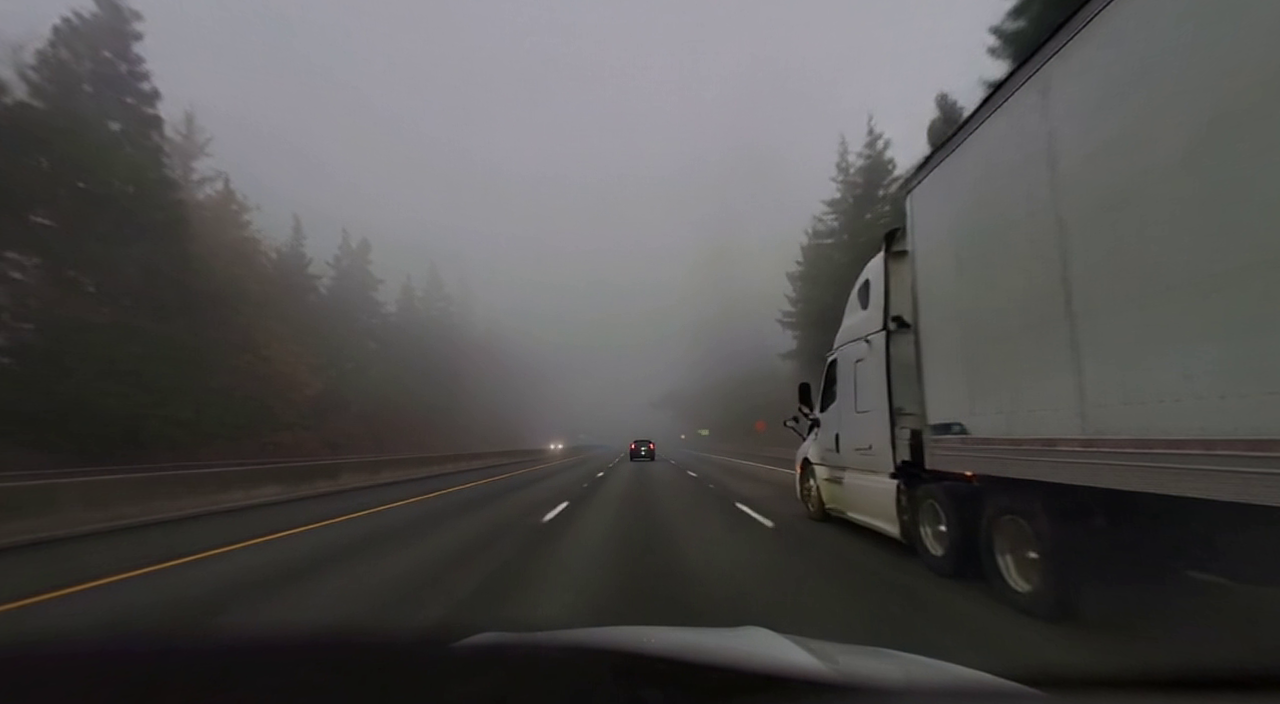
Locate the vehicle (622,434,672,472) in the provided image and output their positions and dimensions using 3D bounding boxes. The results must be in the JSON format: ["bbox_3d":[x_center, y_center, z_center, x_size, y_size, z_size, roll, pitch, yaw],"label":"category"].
[{"bbox_3d":[0.320,4.648,29.134,2.139,1.607,4.034,0,-8,1],"label":"vehicle"}]

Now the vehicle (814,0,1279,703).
[{"bbox_3d":[3.867,0.005,4.932,3.090,4.102,6.417,0,-8,0],"label":"vehicle"}]
